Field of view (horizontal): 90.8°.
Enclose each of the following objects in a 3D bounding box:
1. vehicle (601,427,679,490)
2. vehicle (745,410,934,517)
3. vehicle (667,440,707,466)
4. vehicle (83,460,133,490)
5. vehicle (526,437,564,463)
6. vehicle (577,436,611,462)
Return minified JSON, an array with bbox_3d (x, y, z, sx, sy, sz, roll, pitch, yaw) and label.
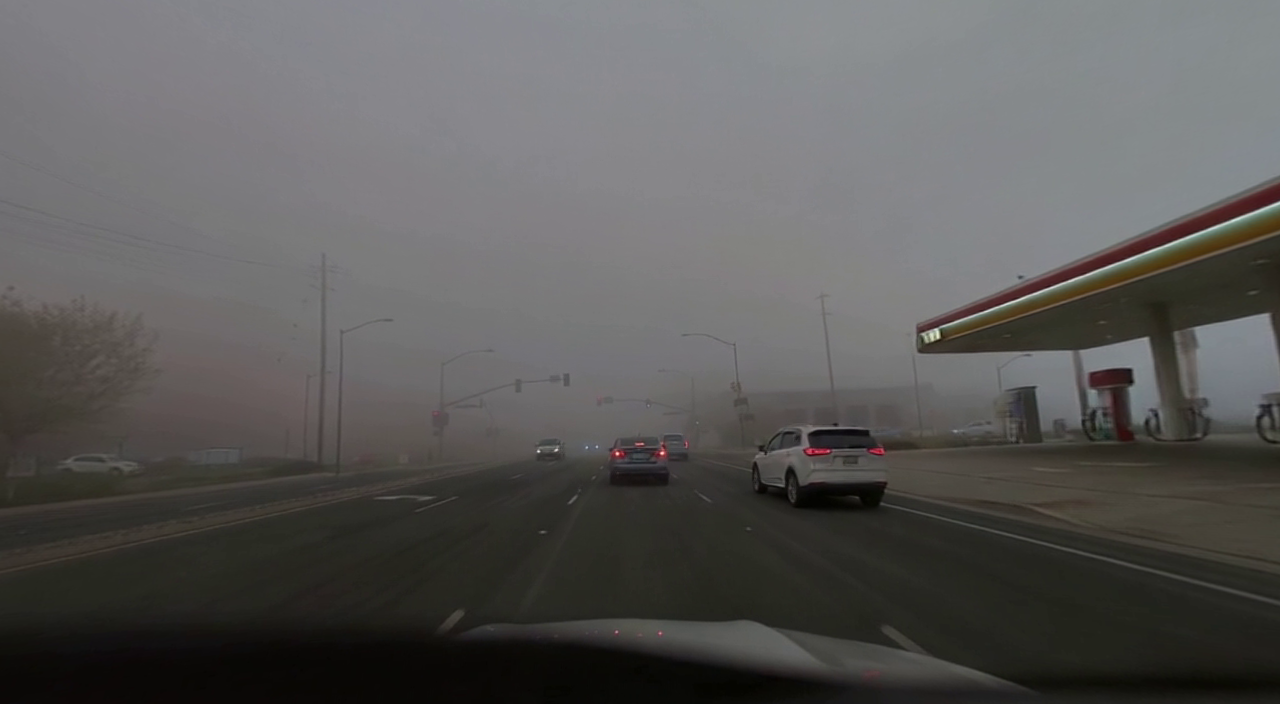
[{"bbox_3d":[-0.082,3.239,19.527,2.164,1.718,3.881,0,-8,-2],"label":"vehicle"},{"bbox_3d":[3.811,2.254,13.294,2.116,1.791,5.006,0,-8,-3],"label":"vehicle"},{"bbox_3d":[2.555,5.577,34.910,1.822,1.331,3.583,0,-8,-2],"label":"vehicle"},{"bbox_3d":[-30.651,7.031,36.414,1.948,1.452,4.370,7,-11,-39],"label":"vehicle"},{"bbox_3d":[-6.656,6.902,44.665,1.994,1.695,4.471,0,-8,0],"label":"vehicle"},{"bbox_3d":[-3.269,6.915,45.294,2.155,1.745,4.248,0,-8,0],"label":"vehicle"}]
